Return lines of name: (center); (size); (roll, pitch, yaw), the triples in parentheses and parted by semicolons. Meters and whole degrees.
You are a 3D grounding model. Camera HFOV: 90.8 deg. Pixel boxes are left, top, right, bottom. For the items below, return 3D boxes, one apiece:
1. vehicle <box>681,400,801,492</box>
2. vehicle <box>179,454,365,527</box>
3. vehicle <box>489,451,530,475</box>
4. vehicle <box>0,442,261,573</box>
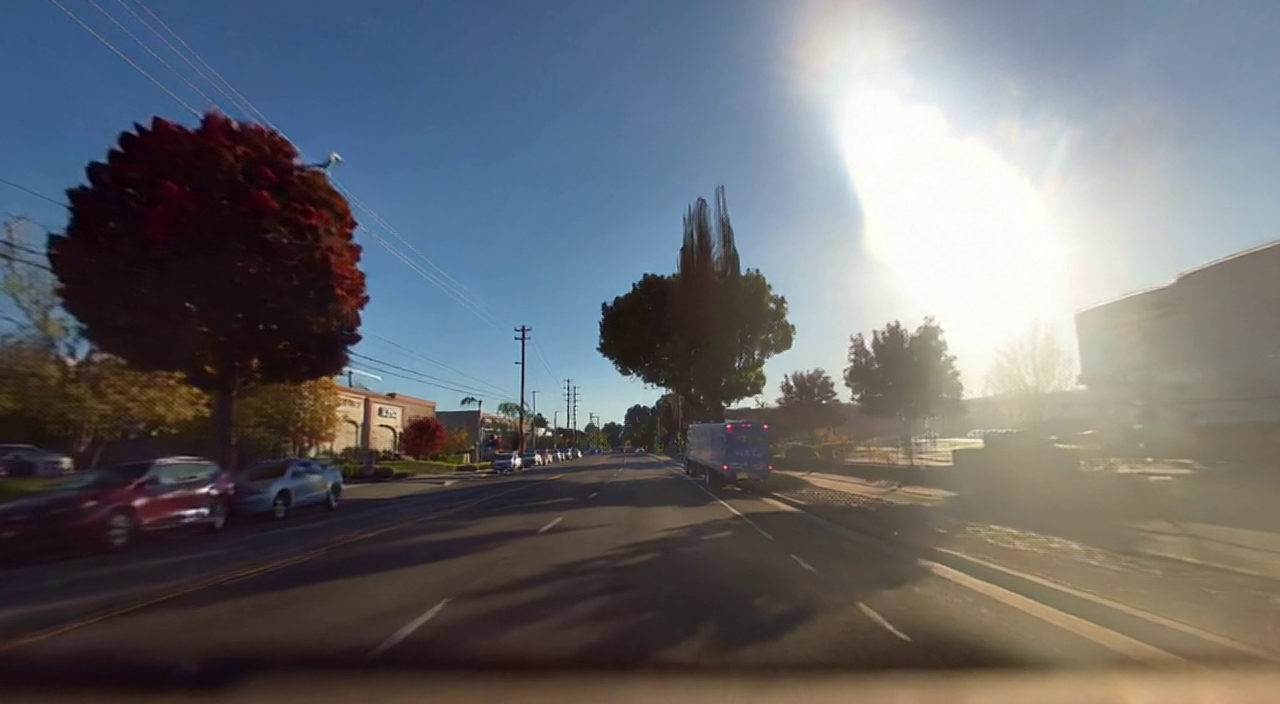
vehicle: (3.767, 3.933, 26.379); (3.168, 3.106, 9.350); (0, -9, -2)
vehicle: (-8.970, 3.367, 16.000); (1.864, 1.529, 4.677); (0, -9, 1)
vehicle: (-8.655, 7.400, 42.280); (1.939, 1.480, 4.632); (0, -9, -2)
vehicle: (-9.087, 2.481, 11.022); (1.938, 1.756, 4.686); (0, -9, 1)
